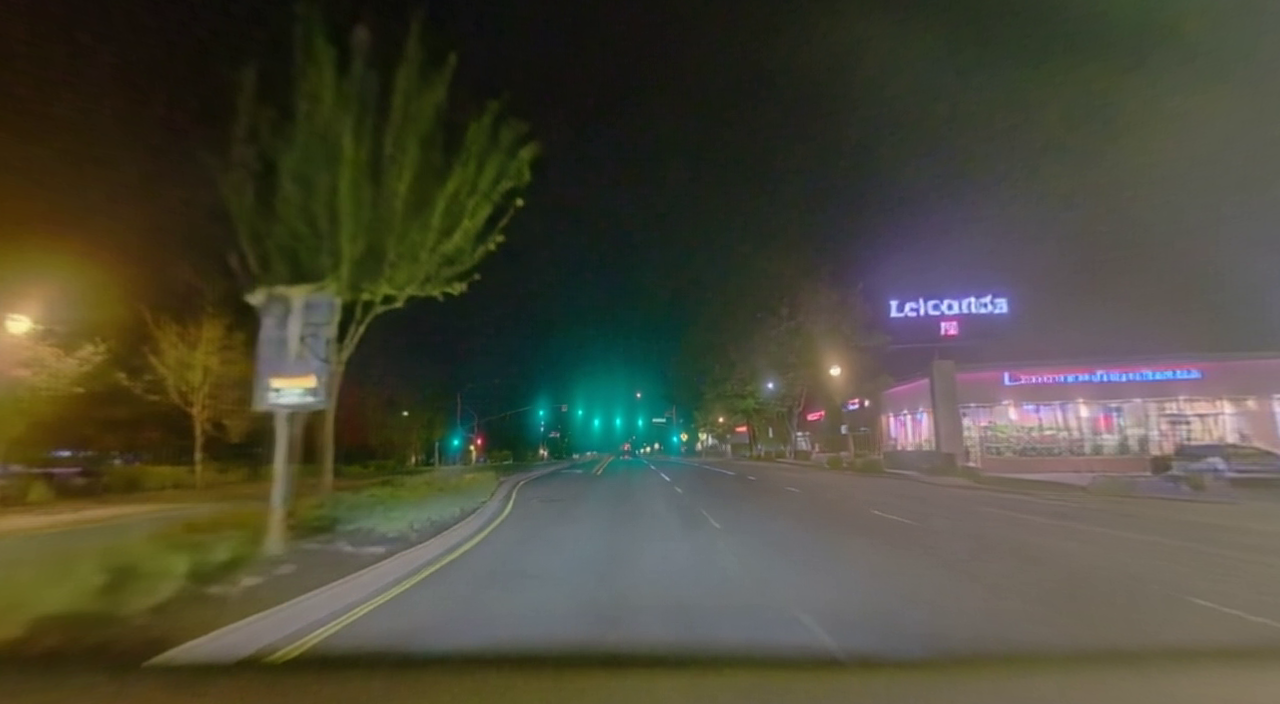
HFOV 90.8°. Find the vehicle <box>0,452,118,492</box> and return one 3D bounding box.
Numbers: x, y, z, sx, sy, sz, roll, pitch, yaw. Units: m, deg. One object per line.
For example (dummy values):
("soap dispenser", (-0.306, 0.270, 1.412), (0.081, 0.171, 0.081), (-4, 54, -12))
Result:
("vehicle", (-27.134, 5.414, 28.753), (4.731, 1.677, 1.999), (4, -10, -28))

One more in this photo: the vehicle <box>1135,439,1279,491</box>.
("vehicle", (19.579, 3.703, 20.949), (1.869, 1.481, 4.459), (1, -9, -25))
